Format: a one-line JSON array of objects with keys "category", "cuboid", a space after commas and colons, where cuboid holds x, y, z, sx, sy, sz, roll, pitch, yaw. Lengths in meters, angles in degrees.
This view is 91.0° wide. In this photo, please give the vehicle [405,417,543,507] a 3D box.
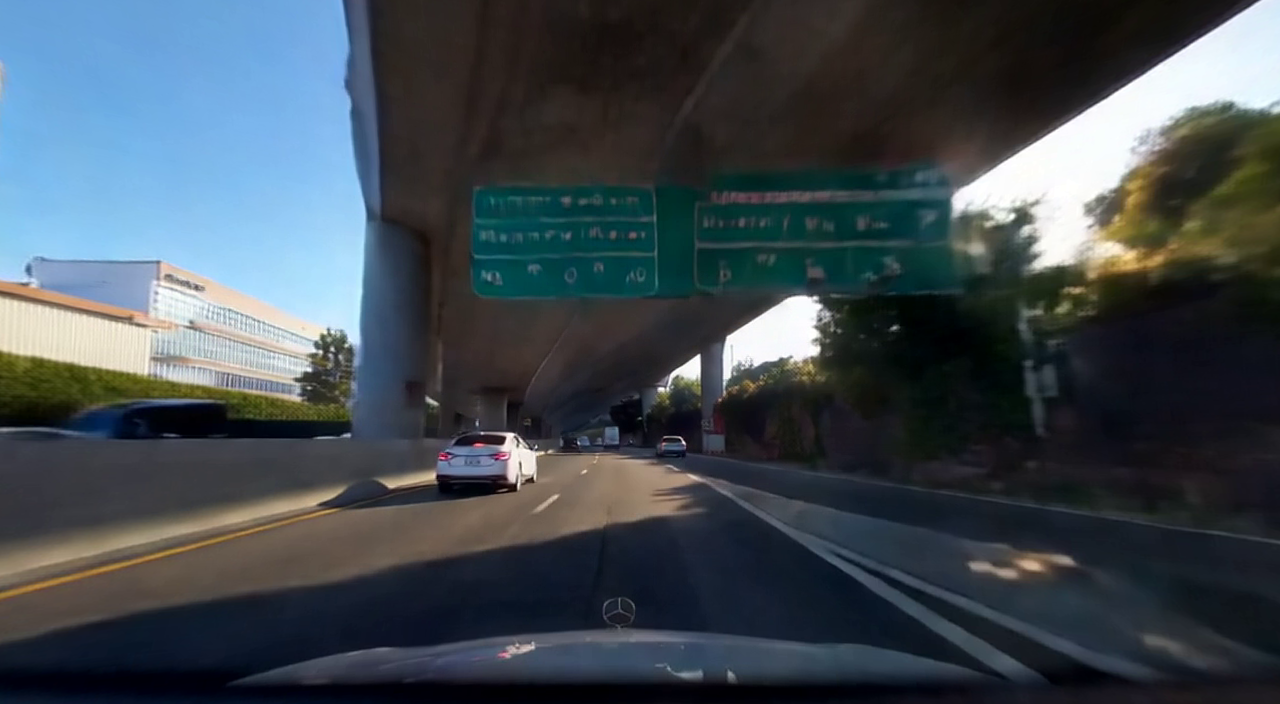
[{"category": "vehicle", "cuboid": [-3.600, 2.465, 14.595, 2.080, 1.733, 4.410, 0, -8, -1]}]

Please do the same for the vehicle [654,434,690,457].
[{"category": "vehicle", "cuboid": [2.354, 7.007, 47.299, 2.078, 1.608, 3.982, 0, -8, -5]}]

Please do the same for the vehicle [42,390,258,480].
[{"category": "vehicle", "cuboid": [-17.642, 3.113, 23.412, 2.697, 2.823, 6.718, 0, -8, -2]}]
